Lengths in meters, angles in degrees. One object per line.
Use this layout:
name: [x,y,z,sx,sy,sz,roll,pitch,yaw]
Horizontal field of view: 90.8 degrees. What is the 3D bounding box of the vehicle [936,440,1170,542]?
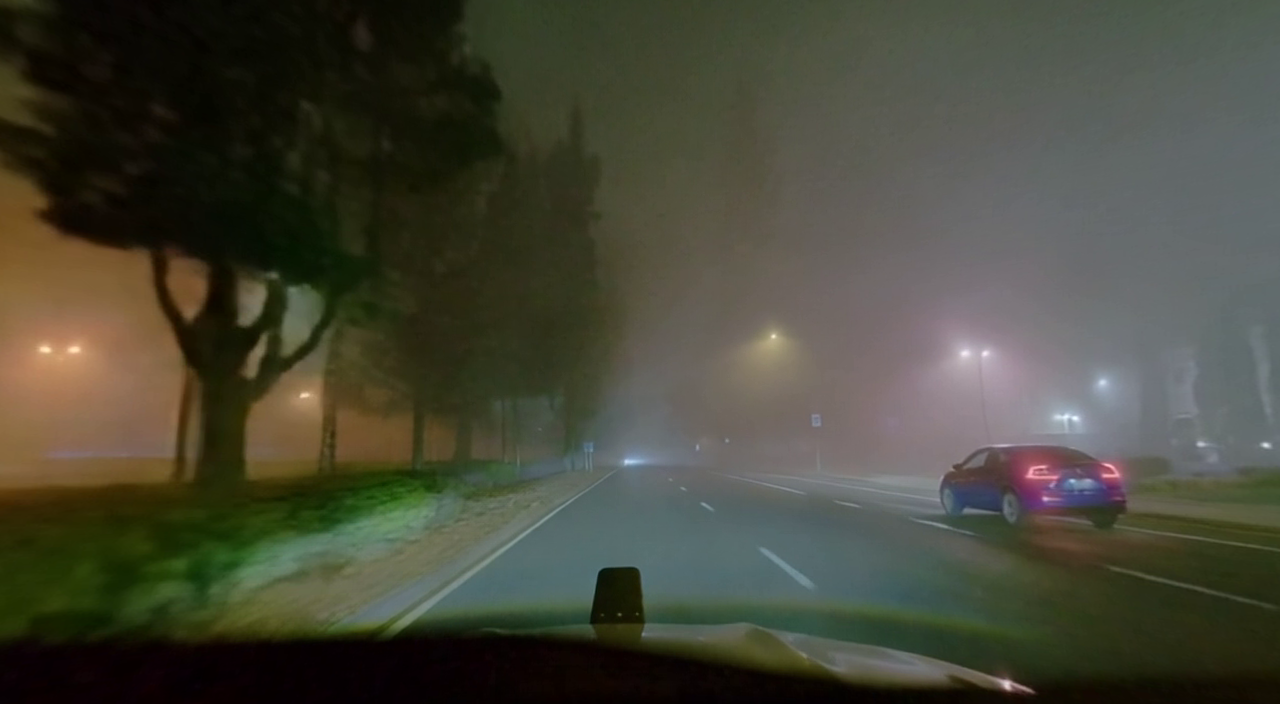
vehicle: [7.128,2.384,11.414,1.797,1.518,3.433,0,-9,-1]
